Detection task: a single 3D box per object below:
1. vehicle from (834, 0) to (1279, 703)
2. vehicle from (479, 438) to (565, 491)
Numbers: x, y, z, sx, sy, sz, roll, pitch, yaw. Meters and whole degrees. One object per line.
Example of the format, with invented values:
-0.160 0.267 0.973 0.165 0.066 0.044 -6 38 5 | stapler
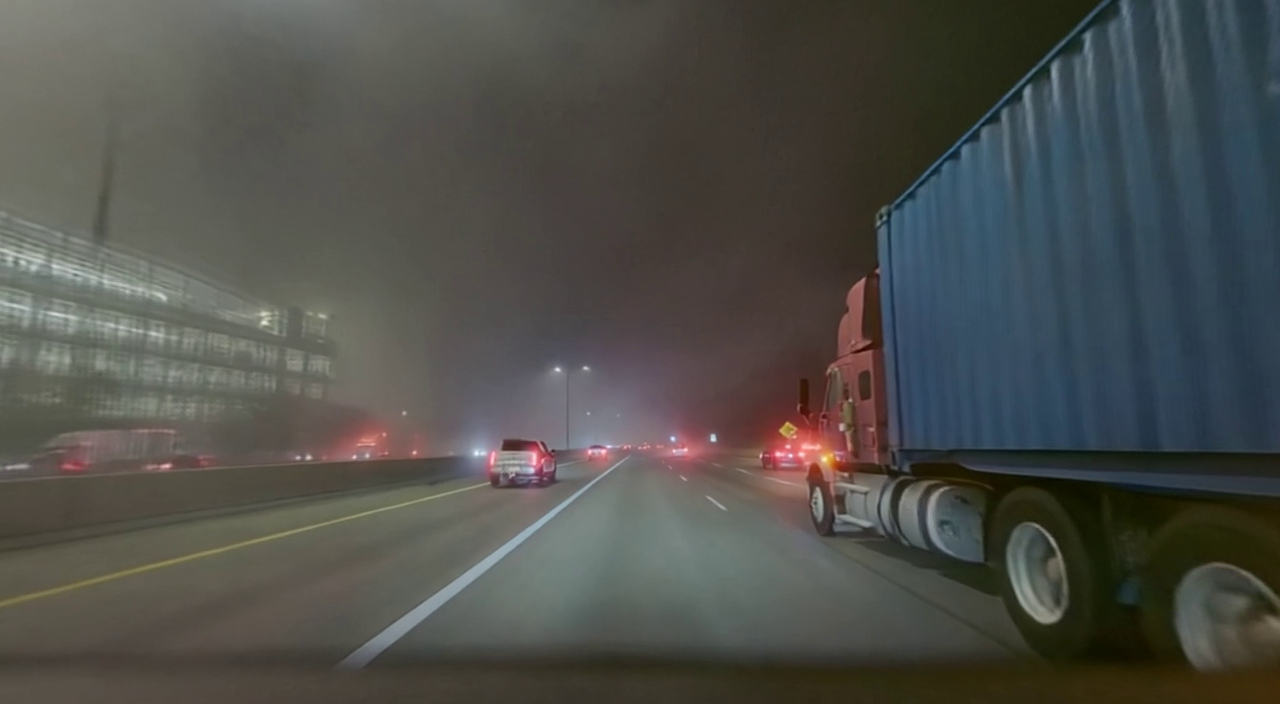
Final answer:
3.665 0.012 3.814 3.089 3.779 6.420 0 -9 2 | vehicle
-3.703 3.597 20.493 1.954 1.528 4.010 0 -9 1 | vehicle
